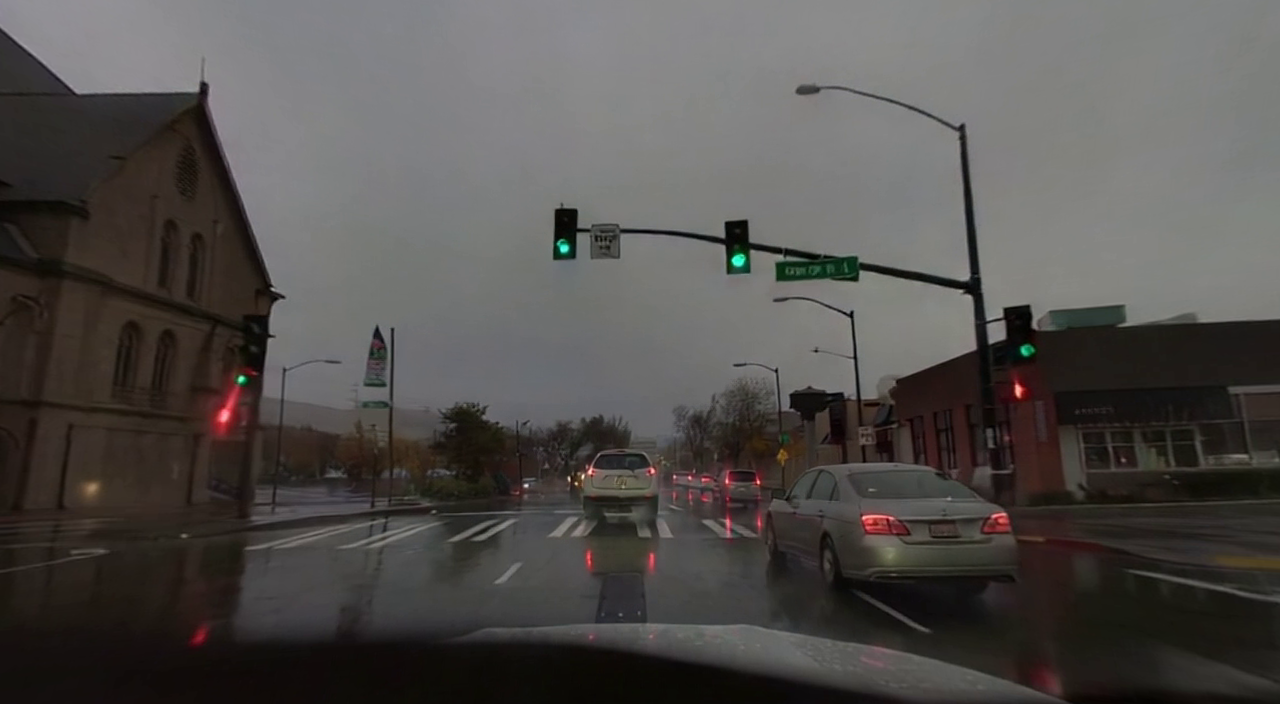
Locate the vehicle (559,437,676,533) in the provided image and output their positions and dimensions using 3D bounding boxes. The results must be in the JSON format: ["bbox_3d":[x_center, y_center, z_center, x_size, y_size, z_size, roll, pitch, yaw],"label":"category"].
[{"bbox_3d":[-0.432,2.784,13.885,2.168,1.776,4.135,0,-8,-1],"label":"vehicle"}]

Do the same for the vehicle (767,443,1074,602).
[{"bbox_3d":[3.108,1.946,8.257,1.883,1.472,4.471,0,-8,-1],"label":"vehicle"}]

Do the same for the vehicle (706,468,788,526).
[{"bbox_3d":[3.266,4.504,20.048,1.890,1.491,4.166,0,-8,1],"label":"vehicle"}]

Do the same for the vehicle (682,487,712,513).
[{"bbox_3d":[4.480,11.368,48.806,2.027,1.771,4.470,0,-11,9],"label":"vehicle"}]
